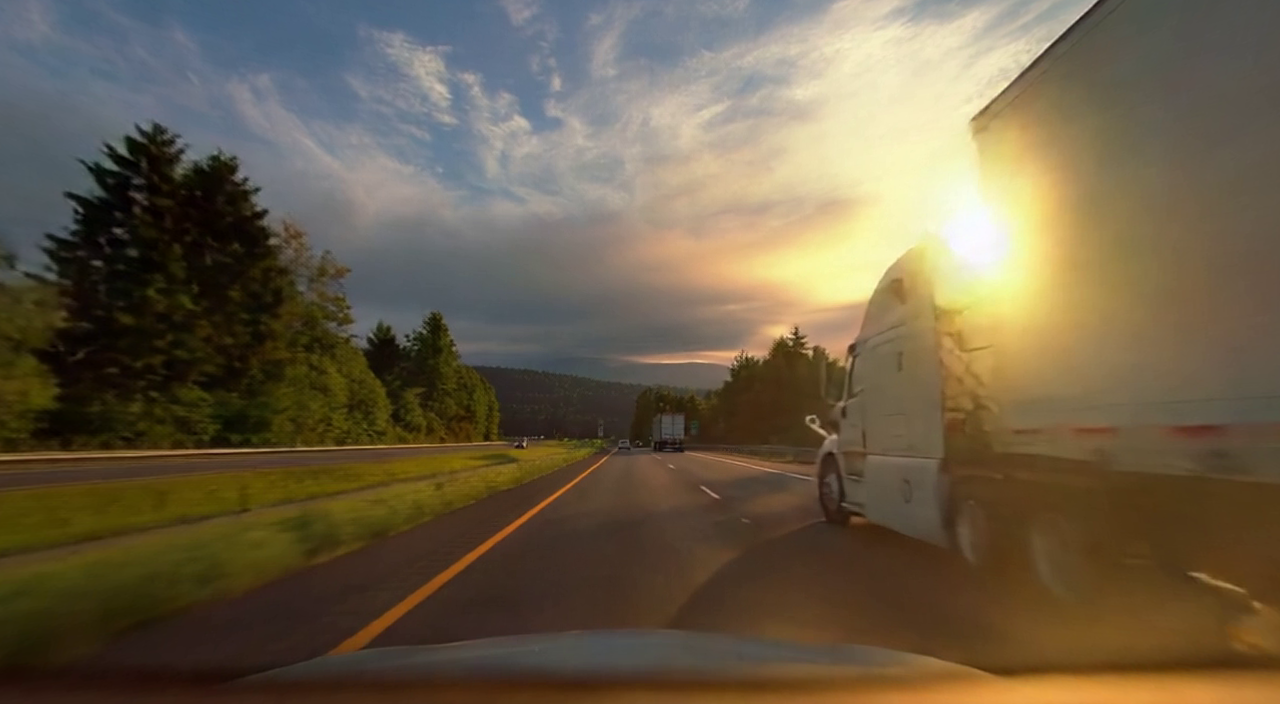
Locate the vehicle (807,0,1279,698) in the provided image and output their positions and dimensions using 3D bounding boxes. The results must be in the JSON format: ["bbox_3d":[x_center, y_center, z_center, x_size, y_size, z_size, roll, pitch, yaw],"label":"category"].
[{"bbox_3d":[4.181,0.223,6.496,3.073,3.927,6.116,0,-8,-1],"label":"vehicle"}]
